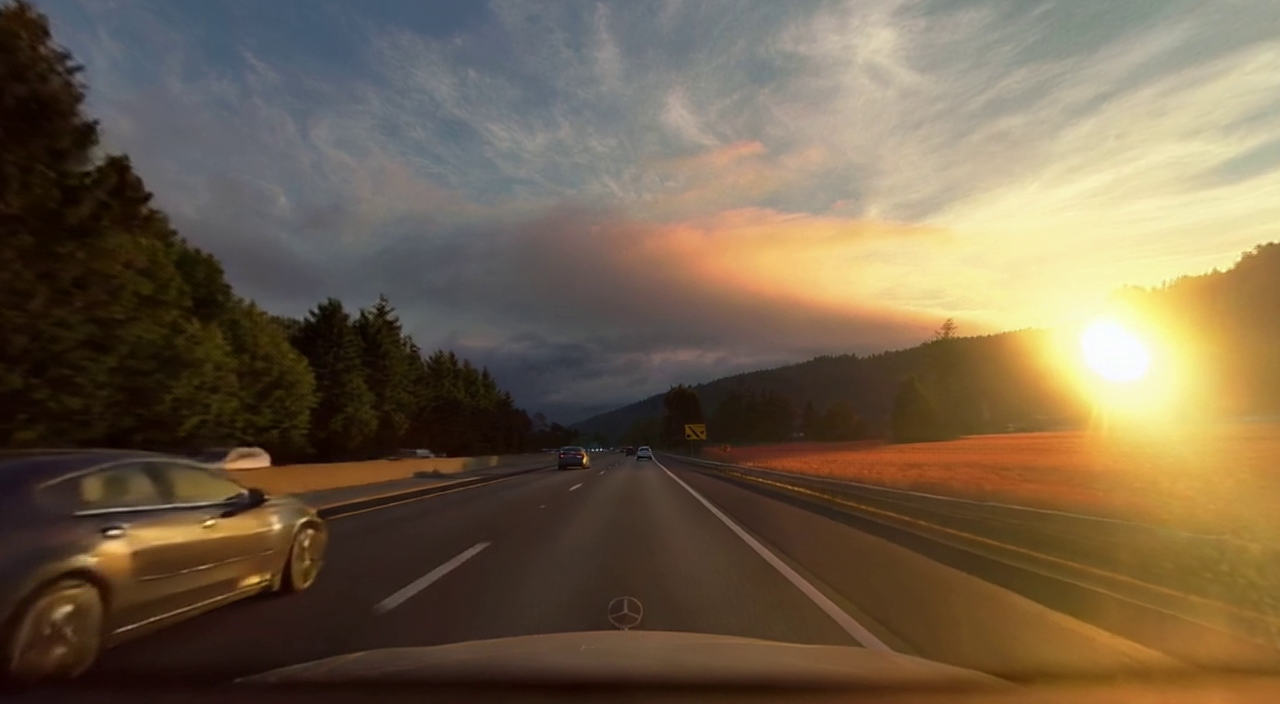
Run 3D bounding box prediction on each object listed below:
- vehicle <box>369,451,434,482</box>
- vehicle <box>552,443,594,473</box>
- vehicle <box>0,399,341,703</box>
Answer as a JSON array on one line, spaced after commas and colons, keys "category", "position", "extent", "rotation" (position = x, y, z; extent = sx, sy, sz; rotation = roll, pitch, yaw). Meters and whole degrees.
[{"category": "vehicle", "position": [-12.326, 5.923, 32.841], "extent": [1.706, 1.449, 4.208], "rotation": [0, -9, 0]}, {"category": "vehicle", "position": [-4.042, 6.474, 38.616], "extent": [2.095, 1.664, 4.305], "rotation": [0, -9, 0]}, {"category": "vehicle", "position": [-3.668, 1.090, 3.510], "extent": [1.970, 1.483, 4.097], "rotation": [0, -9, 0]}]
